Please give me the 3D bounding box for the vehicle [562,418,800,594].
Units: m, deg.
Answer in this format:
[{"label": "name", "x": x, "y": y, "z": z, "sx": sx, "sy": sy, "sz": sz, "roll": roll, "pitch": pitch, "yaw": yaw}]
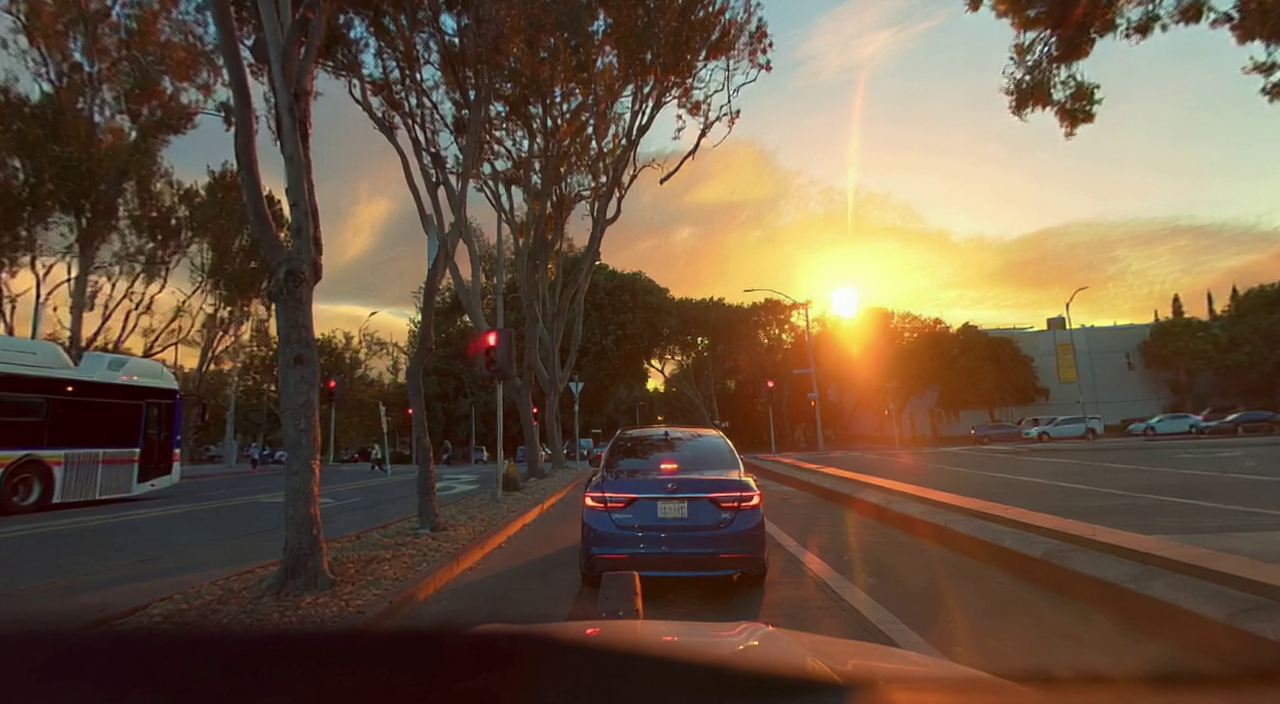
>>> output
[{"label": "vehicle", "x": 0.389, "y": 1.611, "z": 7.401, "sx": 2.035, "sy": 1.499, "sz": 3.799, "roll": 0, "pitch": -8, "yaw": 1}]
